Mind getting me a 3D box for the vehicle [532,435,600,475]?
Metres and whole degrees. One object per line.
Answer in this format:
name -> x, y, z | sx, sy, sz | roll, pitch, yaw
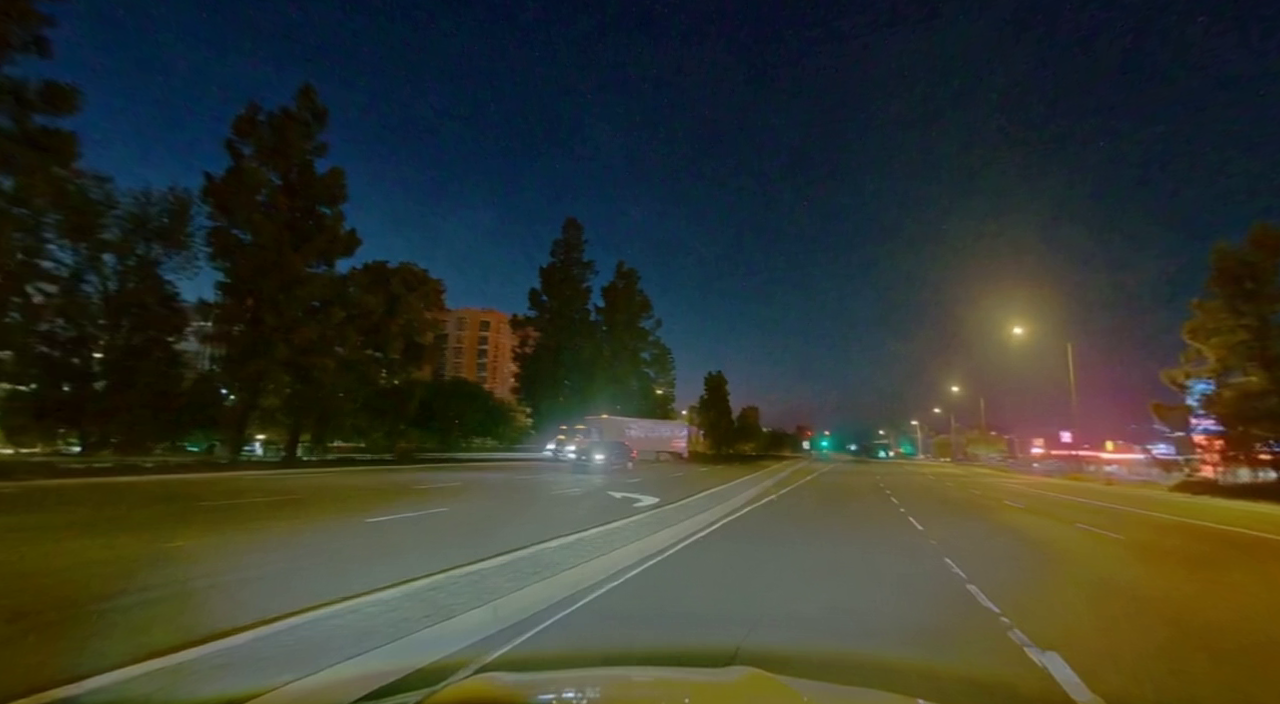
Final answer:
vehicle -> -3.517, 5.004, 30.853 | 1.932, 1.781, 3.906 | -3, -9, 16
